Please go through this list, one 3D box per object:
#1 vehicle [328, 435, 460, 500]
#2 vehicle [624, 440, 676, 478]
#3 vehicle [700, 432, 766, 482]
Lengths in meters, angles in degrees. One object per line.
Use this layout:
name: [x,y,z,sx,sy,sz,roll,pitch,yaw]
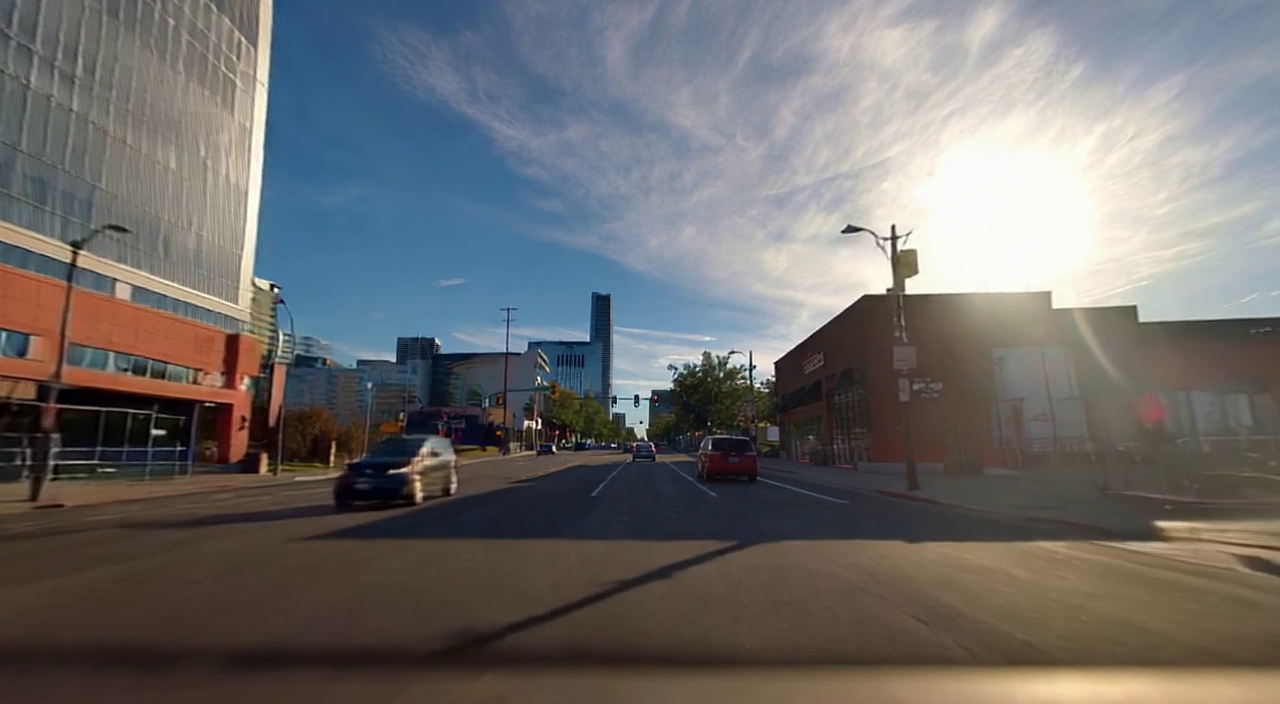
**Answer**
vehicle: [-7.083,3.361,18.718,2.200,1.666,4.126,0,-9,1]
vehicle: [0.449,4.936,29.293,2.245,1.587,4.094,0,-9,0]
vehicle: [3.944,4.572,27.686,2.159,1.938,4.836,0,-9,0]
